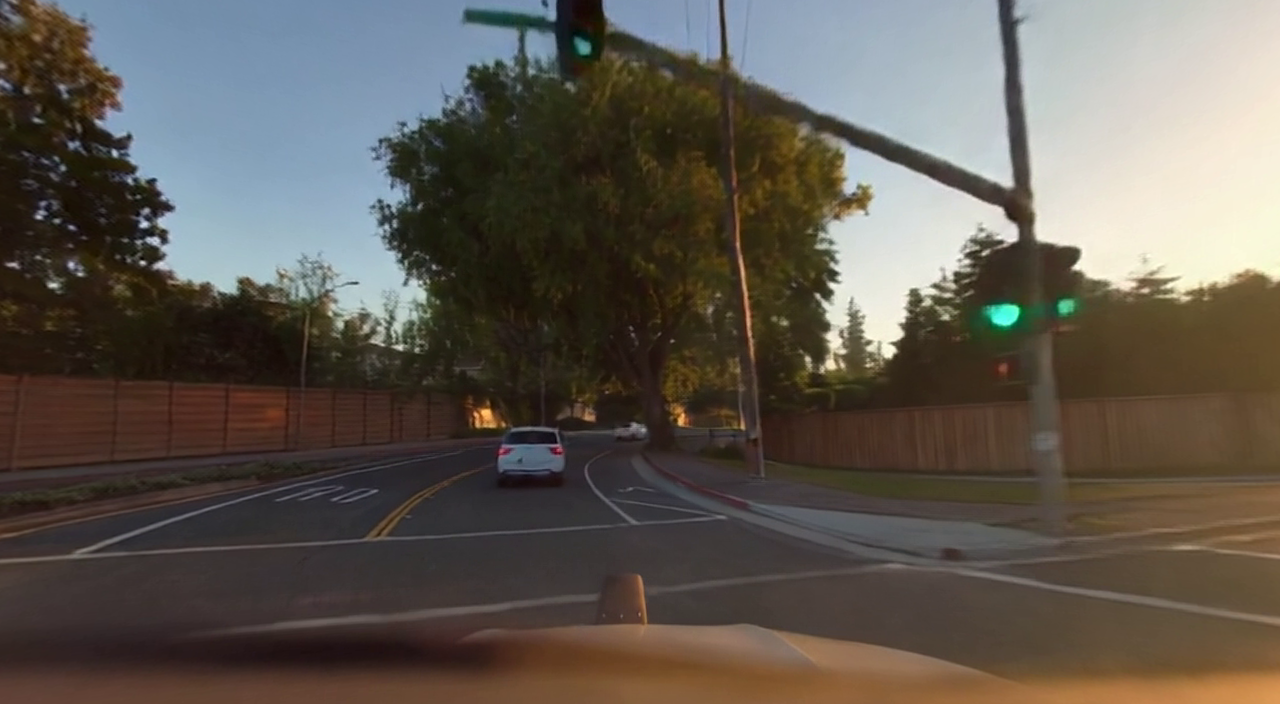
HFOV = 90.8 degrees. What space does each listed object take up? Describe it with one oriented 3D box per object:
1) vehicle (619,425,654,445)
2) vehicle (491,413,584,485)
[{"bbox_3d":[-0.201,6.383,48.332,1.929,1.476,4.655,-1,-8,9],"label":"vehicle"},{"bbox_3d":[-2.824,2.794,18.524,2.230,1.827,4.580,1,-8,-4],"label":"vehicle"}]
